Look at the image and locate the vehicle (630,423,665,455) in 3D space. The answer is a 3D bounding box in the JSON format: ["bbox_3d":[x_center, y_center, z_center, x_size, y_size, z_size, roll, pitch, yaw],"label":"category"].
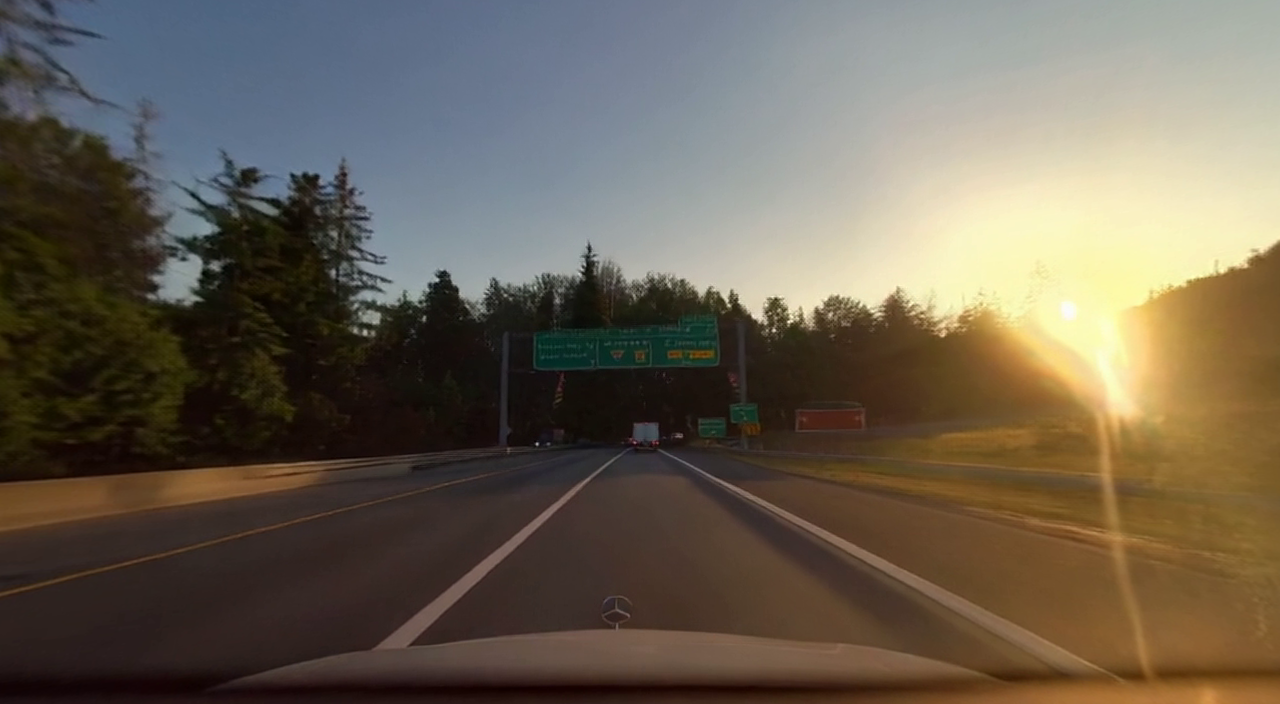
[{"bbox_3d":[0.487,6.779,49.096,2.495,2.327,5.800,0,-8,-1],"label":"vehicle"}]
